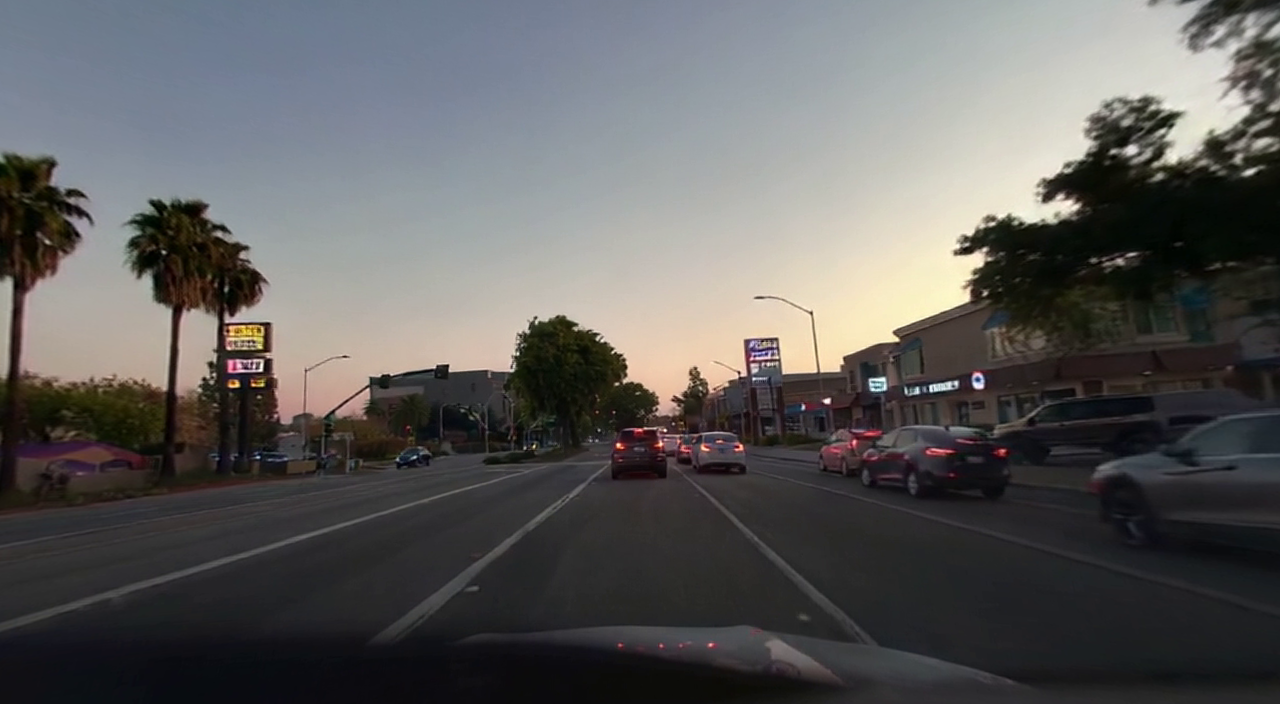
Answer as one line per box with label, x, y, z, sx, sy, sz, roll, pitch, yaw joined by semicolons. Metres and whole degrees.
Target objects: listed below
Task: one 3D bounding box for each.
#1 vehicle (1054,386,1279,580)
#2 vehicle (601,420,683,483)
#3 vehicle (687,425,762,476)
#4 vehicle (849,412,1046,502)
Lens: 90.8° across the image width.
vehicle;6.638;1.240;6.149;2.100;1.675;4.536;0;-9;0
vehicle;0.040;3.320;21.146;2.428;1.816;4.959;0;-9;-1
vehicle;3.171;3.821;24.652;2.187;1.777;4.444;0;-9;-2
vehicle;6.665;2.373;14.462;2.001;1.692;4.800;0;-9;-1
